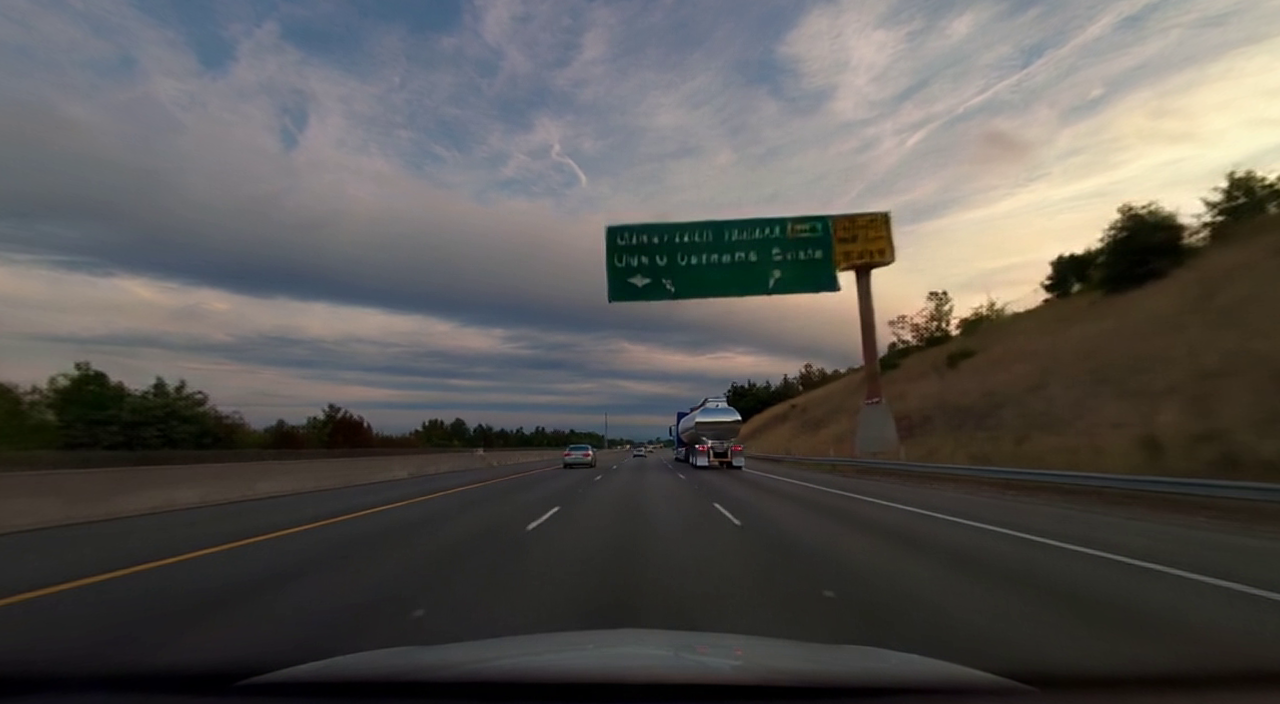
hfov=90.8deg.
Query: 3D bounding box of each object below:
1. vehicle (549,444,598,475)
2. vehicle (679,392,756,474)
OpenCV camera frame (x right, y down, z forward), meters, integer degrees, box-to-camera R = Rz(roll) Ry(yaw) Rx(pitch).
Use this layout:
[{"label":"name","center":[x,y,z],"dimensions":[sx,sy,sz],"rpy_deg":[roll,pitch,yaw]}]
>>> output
[{"label":"vehicle","center":[-3.347,5.483,32.533],"dimensions":[1.986,1.458,4.506],"rpy_deg":[0,-9,1]},{"label":"vehicle","center":[3.874,4.469,33.958],"dimensions":[2.759,3.734,9.708],"rpy_deg":[0,-9,-1]}]
